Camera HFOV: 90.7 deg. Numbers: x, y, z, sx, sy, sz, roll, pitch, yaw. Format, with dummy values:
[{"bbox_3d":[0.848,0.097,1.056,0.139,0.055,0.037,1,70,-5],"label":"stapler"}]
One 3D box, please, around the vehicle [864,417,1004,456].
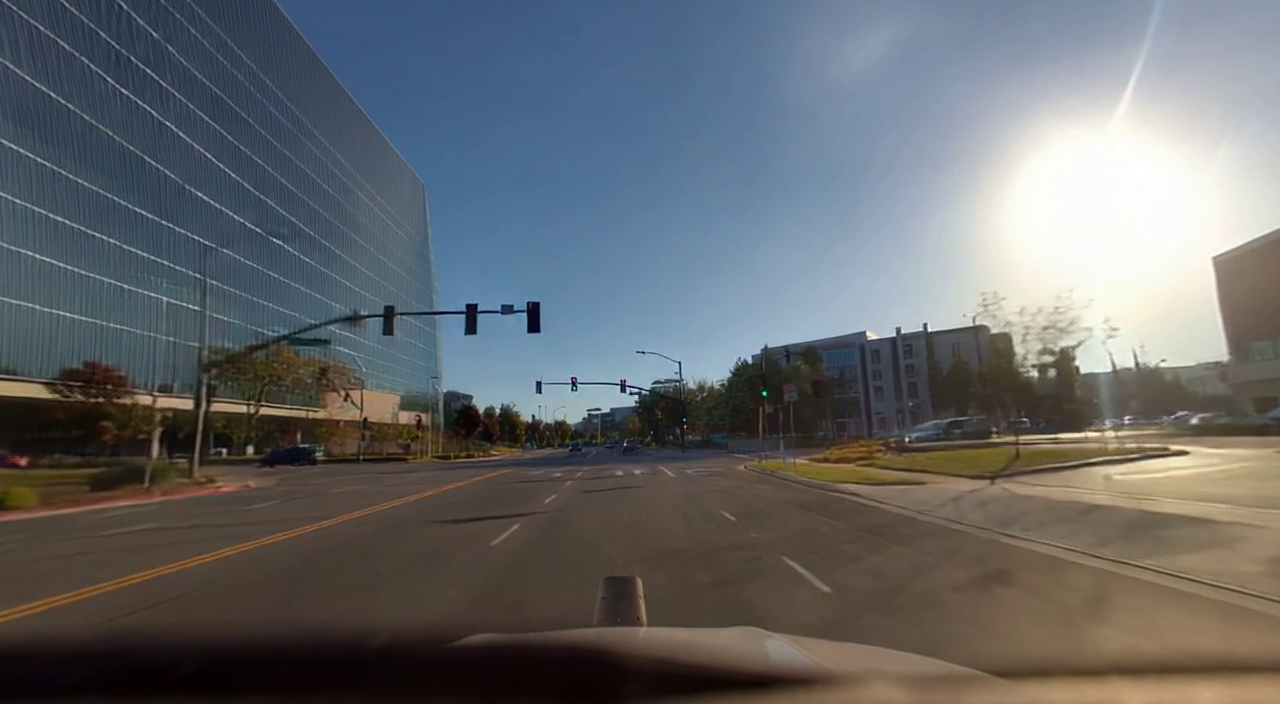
[{"bbox_3d":[11.840,3.428,25.731,4.670,1.476,2.042,0,-8,0],"label":"vehicle"}]
